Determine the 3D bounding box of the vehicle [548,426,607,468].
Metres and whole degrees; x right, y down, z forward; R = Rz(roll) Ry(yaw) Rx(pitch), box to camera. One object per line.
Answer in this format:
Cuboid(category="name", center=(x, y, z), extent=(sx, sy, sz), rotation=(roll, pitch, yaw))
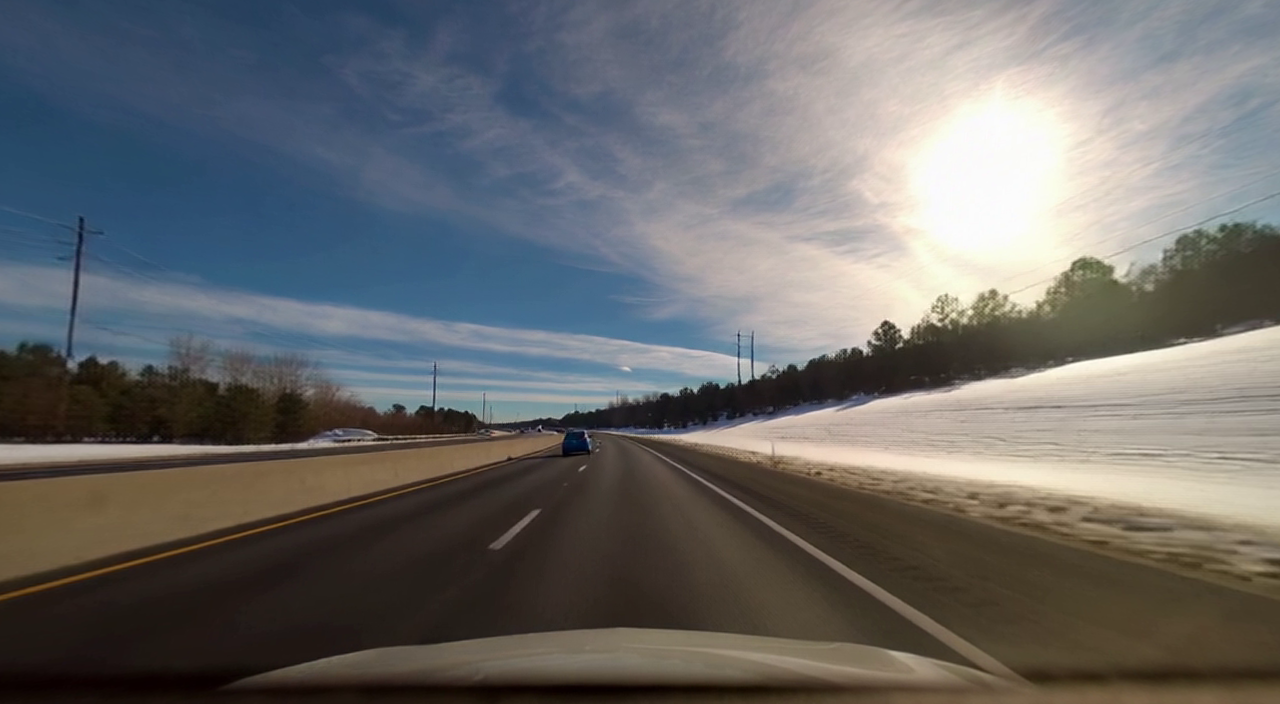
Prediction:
Cuboid(category="vehicle", center=(-2.412, 3.777, 25.207), extent=(1.999, 1.536, 3.969), rotation=(0, -8, 0))
